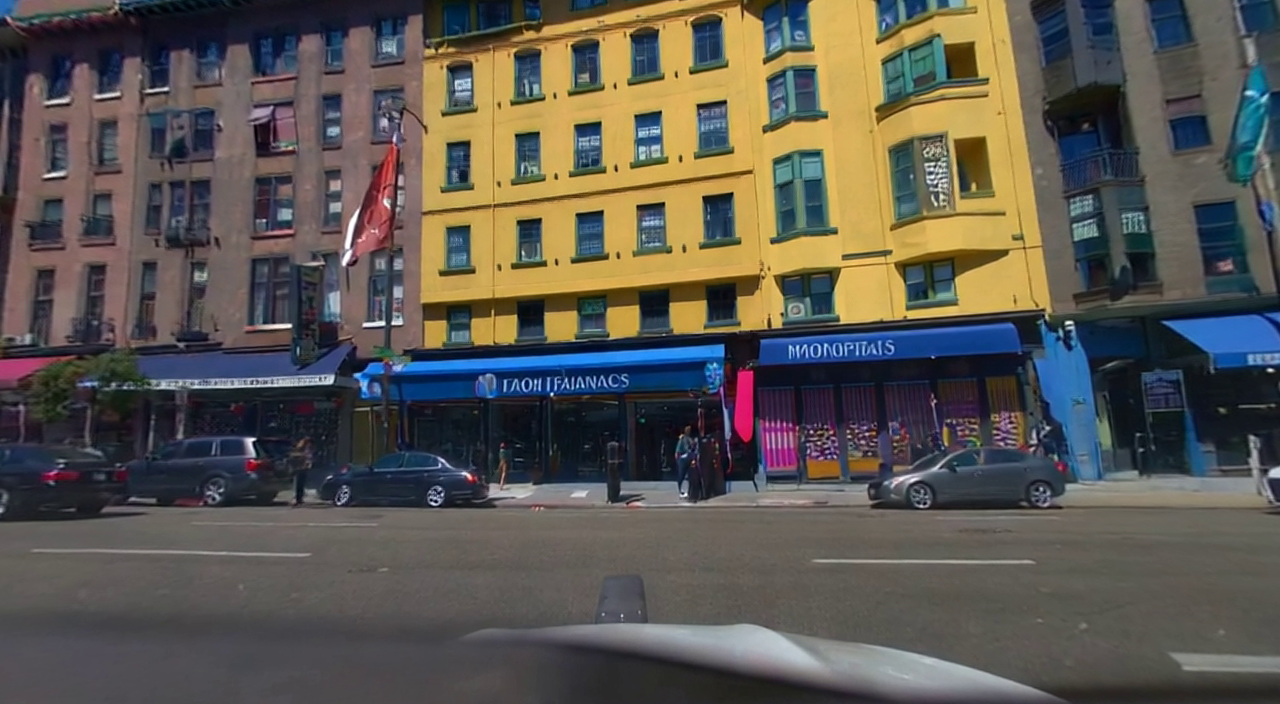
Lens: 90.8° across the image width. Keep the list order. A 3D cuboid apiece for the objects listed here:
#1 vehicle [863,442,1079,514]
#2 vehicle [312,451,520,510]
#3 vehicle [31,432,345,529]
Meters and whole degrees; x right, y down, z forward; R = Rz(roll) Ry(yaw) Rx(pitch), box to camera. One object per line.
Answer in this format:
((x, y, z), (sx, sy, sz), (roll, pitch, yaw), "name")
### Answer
((8.230, 3.170, 16.081), (4.410, 1.687, 1.834), (-1, -9, 3), "vehicle")
((-5.834, 3.363, 16.800), (4.830, 1.421, 1.826), (-1, -9, 6), "vehicle")
((-7.742, 2.171, 11.009), (4.330, 1.458, 1.932), (-2, -9, 12), "vehicle")
